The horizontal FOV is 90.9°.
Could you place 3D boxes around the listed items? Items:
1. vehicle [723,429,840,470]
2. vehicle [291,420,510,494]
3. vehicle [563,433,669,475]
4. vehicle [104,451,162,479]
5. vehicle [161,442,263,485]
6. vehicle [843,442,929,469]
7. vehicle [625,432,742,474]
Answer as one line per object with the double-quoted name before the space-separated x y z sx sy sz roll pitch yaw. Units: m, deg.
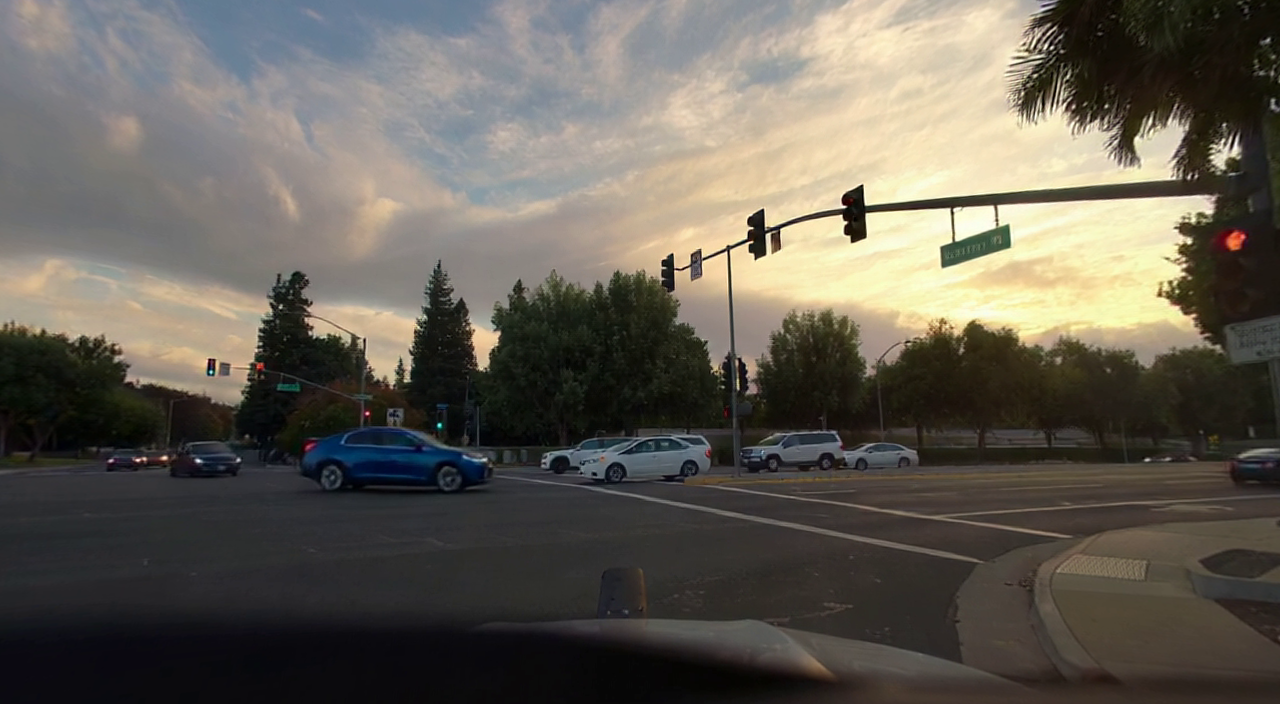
"vehicle" 7.319 5.063 32.540 5.791 1.964 2.199 5 -10 -26
"vehicle" -6.636 2.899 17.657 5.332 1.807 2.450 -3 -9 19
"vehicle" -1.063 4.583 28.507 4.360 1.749 1.895 4 -10 -28
"vehicle" -29.929 6.629 37.148 4.589 1.462 1.953 -8 -12 43
"vehicle" -16.380 4.176 24.014 4.826 1.484 2.000 -8 -11 42
"vehicle" 13.837 5.791 35.418 4.457 1.429 1.862 4 -9 -26
"vehicle" 1.813 4.151 26.150 4.483 1.589 1.852 4 -9 -25
